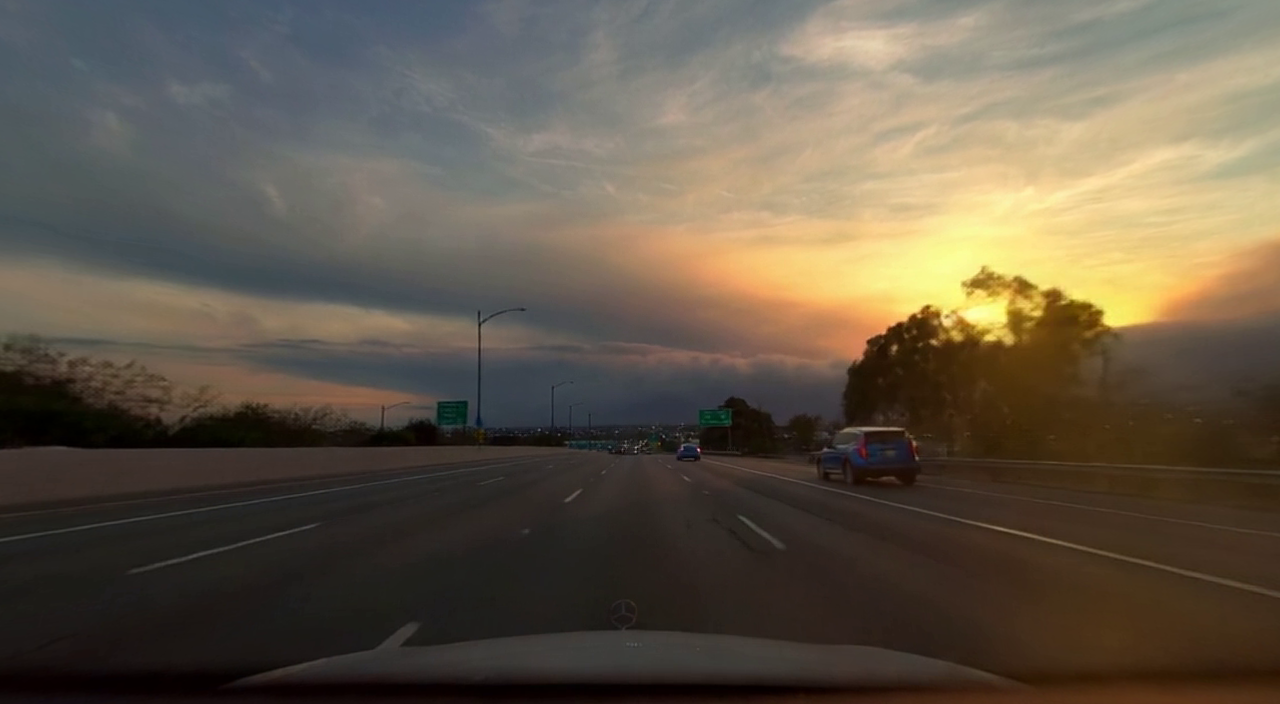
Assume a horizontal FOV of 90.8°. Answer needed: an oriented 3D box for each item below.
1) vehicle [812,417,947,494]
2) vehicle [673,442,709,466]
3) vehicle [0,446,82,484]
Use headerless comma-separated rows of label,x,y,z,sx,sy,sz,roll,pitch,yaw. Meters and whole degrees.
vehicle,6.772,3.004,18.550,2.065,1.953,4.605,0,-8,-1
vehicle,3.410,6.891,42.955,2.000,1.533,3.770,0,-8,-1
vehicle,-25.651,4.512,25.479,2.196,1.389,4.532,0,-8,-1
